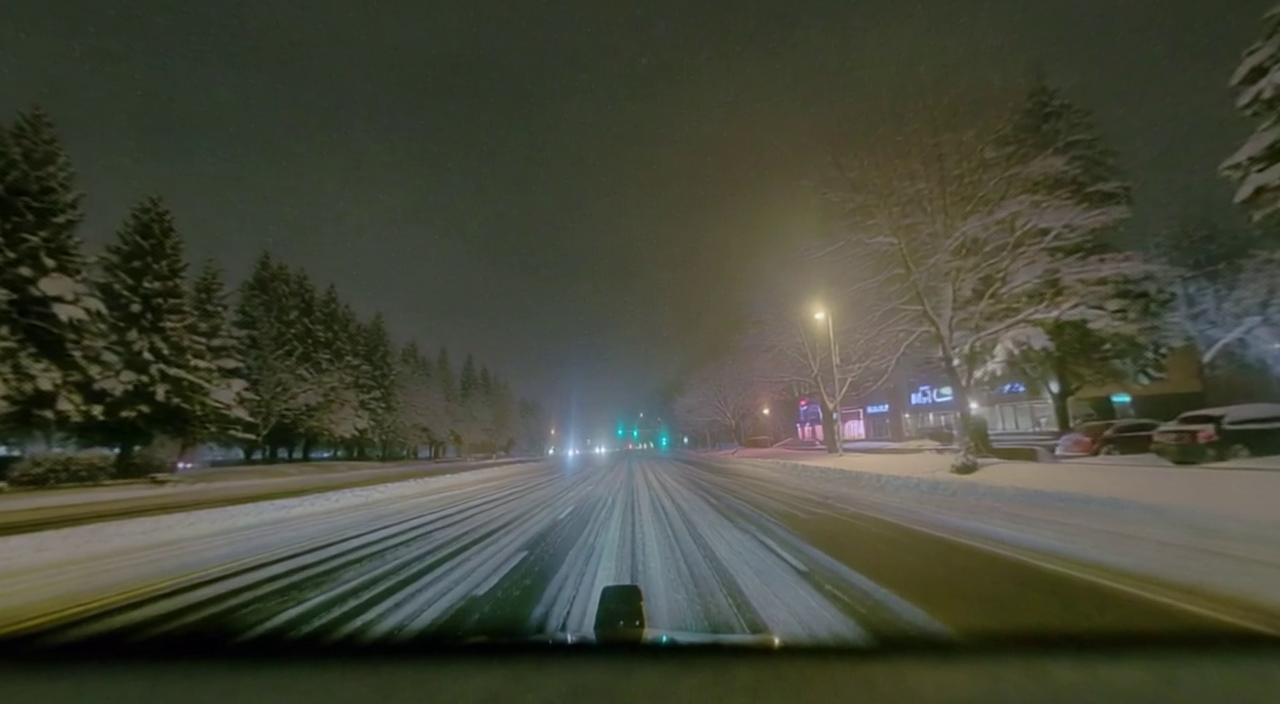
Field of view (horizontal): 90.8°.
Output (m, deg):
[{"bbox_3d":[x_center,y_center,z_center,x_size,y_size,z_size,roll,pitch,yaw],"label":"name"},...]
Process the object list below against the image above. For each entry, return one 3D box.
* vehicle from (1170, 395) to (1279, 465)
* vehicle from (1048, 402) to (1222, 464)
[{"bbox_3d":[26.458,3.198,25.883,7.147,2.712,2.343,0,-8,1],"label":"vehicle"},{"bbox_3d":[26.304,4.353,33.810,6.937,2.503,2.325,-6,-8,2],"label":"vehicle"}]
